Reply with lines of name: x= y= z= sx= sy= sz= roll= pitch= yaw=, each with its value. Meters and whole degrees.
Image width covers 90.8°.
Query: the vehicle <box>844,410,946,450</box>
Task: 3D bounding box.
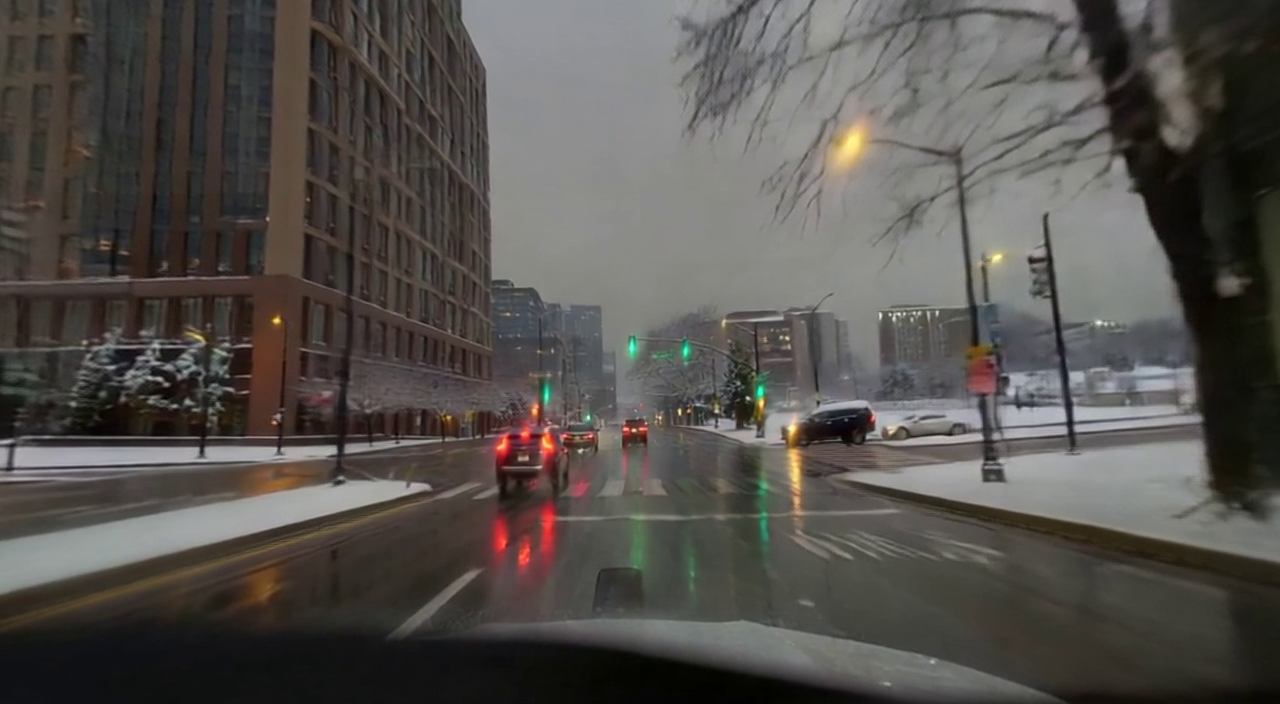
vehicle: x=13.112 y=4.021 z=32.702 sx=4.328 sy=1.742 sz=1.942 roll=-3 pitch=-6 yaw=-1

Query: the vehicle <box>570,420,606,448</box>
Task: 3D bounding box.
vehicle: x=-3.569 y=5.758 z=44.069 sx=2.152 sy=1.802 sz=4.628 roll=0 pitch=-9 yaw=0

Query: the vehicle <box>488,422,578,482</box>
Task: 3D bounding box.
vehicle: x=-3.326 y=3.256 z=20.640 sx=2.116 sy=1.725 sz=4.315 roll=0 pitch=-9 yaw=1

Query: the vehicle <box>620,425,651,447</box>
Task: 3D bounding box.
vehicle: x=-0.336 y=5.977 z=44.635 sx=2.095 sy=1.438 sz=3.843 roll=0 pitch=-9 yaw=-1

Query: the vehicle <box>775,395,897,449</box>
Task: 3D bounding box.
vehicle: x=11.704 y=4.262 z=38.098 sx=6.233 sy=2.668 sz=2.627 roll=-4 pitch=-8 yaw=-3
